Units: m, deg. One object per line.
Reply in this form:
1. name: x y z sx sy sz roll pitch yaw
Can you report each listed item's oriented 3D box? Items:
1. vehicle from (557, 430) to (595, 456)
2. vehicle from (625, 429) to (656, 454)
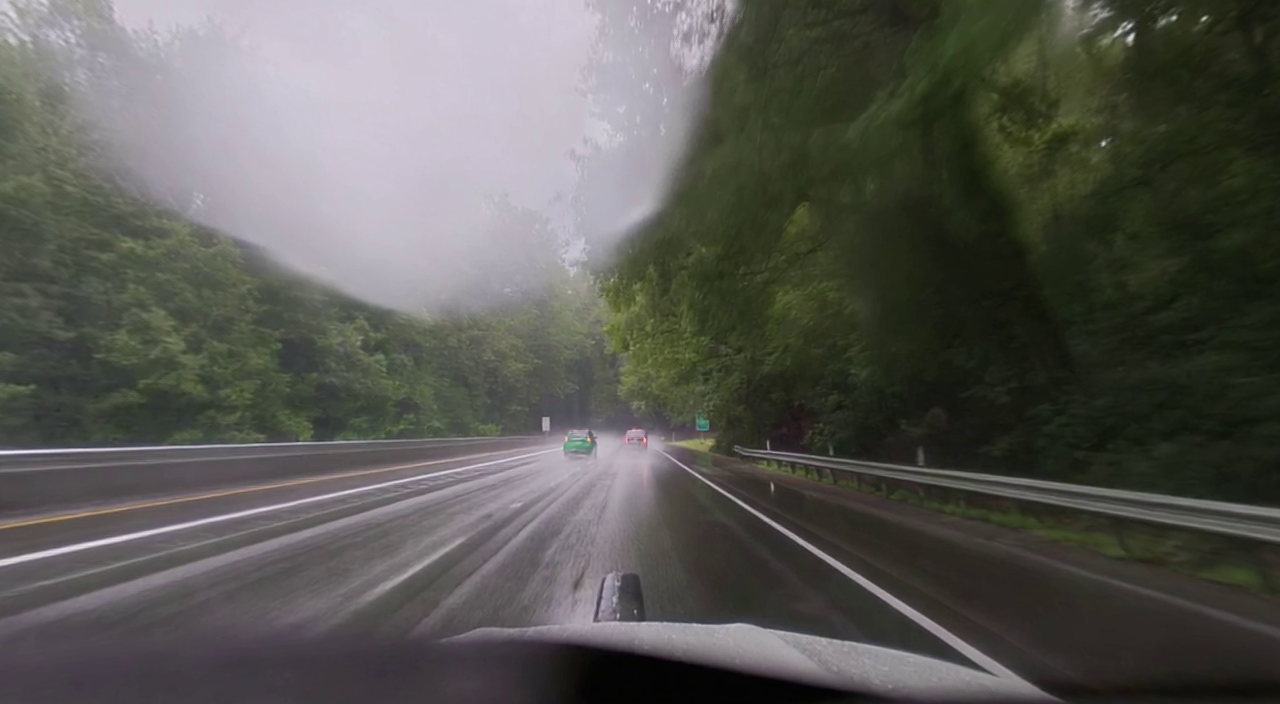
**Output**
1. vehicle: -4.128 5.949 41.182 2.055 1.610 4.116 0 -8 0
2. vehicle: 0.002 6.589 46.457 2.170 1.790 4.490 0 -8 0
